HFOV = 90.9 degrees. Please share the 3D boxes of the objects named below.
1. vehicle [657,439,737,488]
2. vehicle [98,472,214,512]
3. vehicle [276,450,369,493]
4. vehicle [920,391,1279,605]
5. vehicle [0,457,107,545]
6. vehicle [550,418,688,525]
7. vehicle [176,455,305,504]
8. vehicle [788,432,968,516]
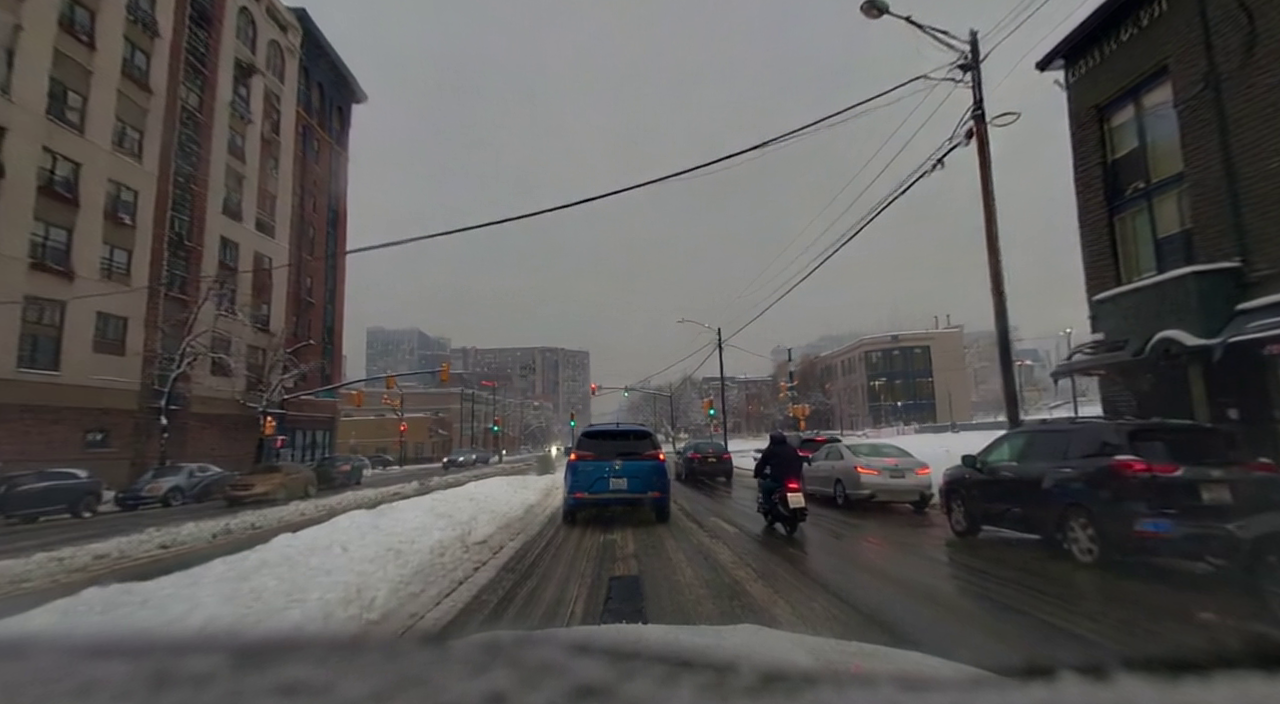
[{"bbox_3d":[1.835,3.783,21.726,2.101,1.507,4.355,0,-9,-3],"label":"vehicle"},{"bbox_3d":[-21.929,6.322,28.812,1.983,1.474,4.364,0,-9,-3],"label":"vehicle"},{"bbox_3d":[-15.086,5.678,30.367,2.267,1.831,4.702,0,-9,-4],"label":"vehicle"},{"bbox_3d":[5.336,1.488,7.269,2.094,1.719,4.150,0,-9,-3],"label":"vehicle"},{"bbox_3d":[-13.798,3.039,12.810,1.880,1.702,4.719,0,-9,-2],"label":"vehicle"},{"bbox_3d":[-0.416,2.290,12.579,2.265,1.748,4.130,0,-9,-2],"label":"vehicle"},{"bbox_3d":[-18.336,5.850,29.470,2.400,1.913,6.066,0,-9,-4],"label":"vehicle"},{"bbox_3d":[4.958,2.608,14.001,2.012,1.532,4.565,0,-9,-3],"label":"vehicle"}]
